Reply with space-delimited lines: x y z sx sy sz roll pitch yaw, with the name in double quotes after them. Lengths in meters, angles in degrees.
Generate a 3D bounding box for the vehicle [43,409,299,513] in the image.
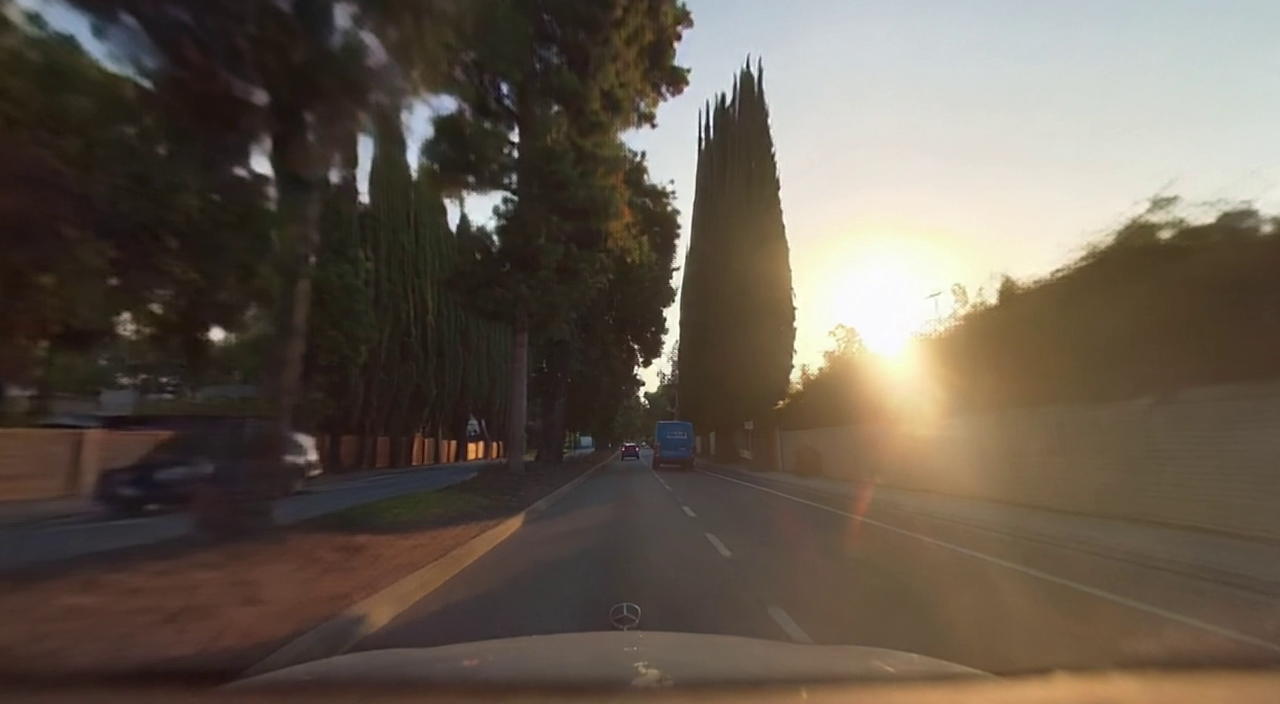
-12.275 2.907 17.369 2.418 2.348 5.867 0 -8 1 "vehicle"
